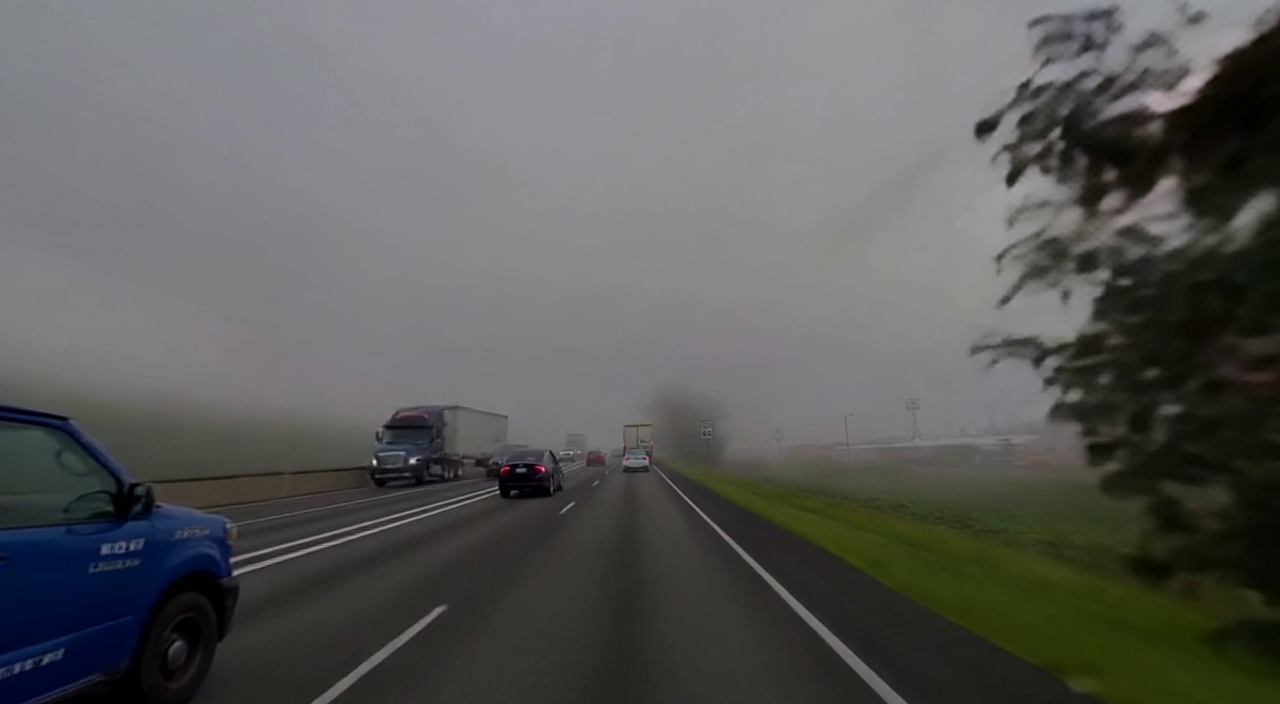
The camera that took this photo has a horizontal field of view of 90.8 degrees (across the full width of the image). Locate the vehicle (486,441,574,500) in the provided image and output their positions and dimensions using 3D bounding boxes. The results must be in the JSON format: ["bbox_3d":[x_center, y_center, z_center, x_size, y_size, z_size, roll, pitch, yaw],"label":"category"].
[{"bbox_3d":[-3.232,3.583,19.419,1.937,1.600,4.141,0,-9,0],"label":"vehicle"}]

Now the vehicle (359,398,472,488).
[{"bbox_3d":[-9.936,4.148,28.738,2.922,3.600,6.110,0,-9,-1],"label":"vehicle"}]

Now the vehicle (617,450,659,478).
[{"bbox_3d":[-0.117,5.886,33.455,2.095,1.393,3.908,0,-9,0],"label":"vehicle"}]

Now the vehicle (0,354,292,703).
[{"bbox_3d":[-3.224,0.776,1.551,2.117,1.688,4.582,0,-9,0],"label":"vehicle"}]
